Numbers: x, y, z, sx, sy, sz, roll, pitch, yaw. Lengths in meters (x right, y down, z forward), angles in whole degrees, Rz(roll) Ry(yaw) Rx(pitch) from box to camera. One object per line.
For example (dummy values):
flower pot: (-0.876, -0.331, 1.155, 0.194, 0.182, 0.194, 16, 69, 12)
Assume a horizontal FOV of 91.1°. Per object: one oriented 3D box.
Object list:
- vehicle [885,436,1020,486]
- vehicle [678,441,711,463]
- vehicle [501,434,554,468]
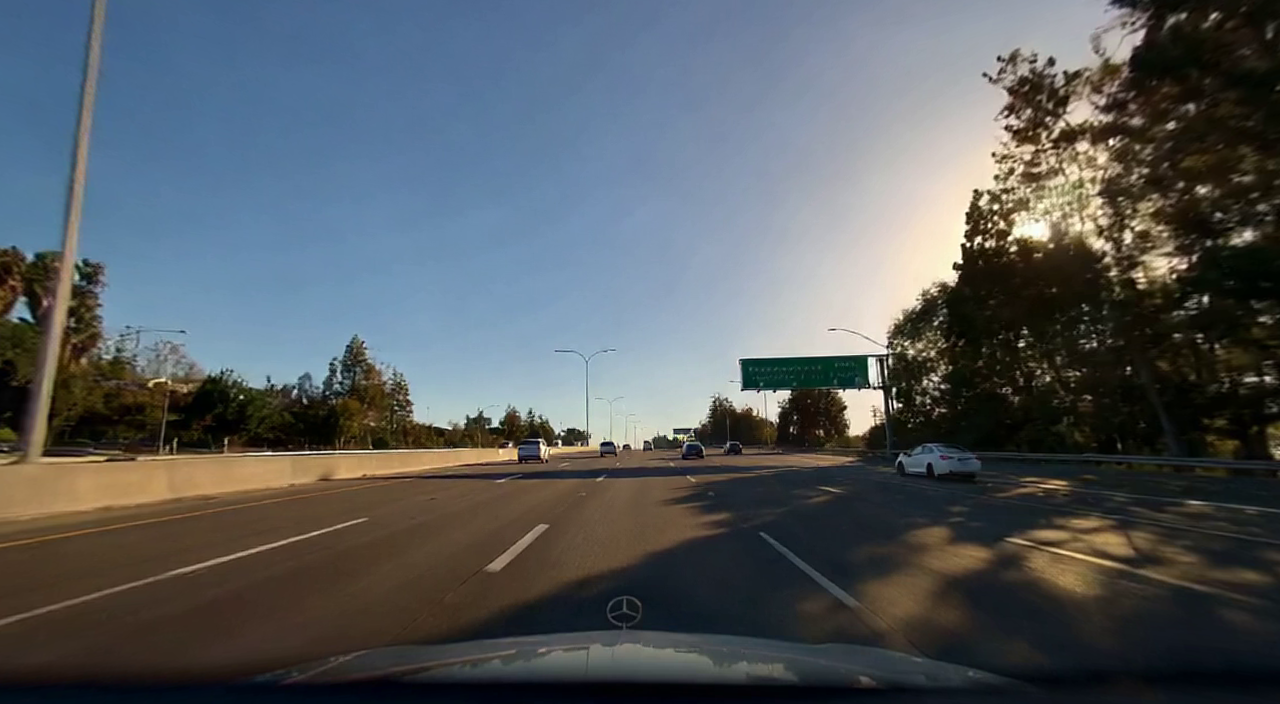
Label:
vehicle: (10.215, 3.604, 21.036, 1.979, 1.467, 4.839, 0, -9, -1)
vehicle: (3.725, 6.967, 43.730, 1.950, 1.453, 3.378, 0, -9, -1)
vehicle: (-6.299, 5.626, 35.766, 2.091, 1.746, 4.437, 0, -9, 1)
